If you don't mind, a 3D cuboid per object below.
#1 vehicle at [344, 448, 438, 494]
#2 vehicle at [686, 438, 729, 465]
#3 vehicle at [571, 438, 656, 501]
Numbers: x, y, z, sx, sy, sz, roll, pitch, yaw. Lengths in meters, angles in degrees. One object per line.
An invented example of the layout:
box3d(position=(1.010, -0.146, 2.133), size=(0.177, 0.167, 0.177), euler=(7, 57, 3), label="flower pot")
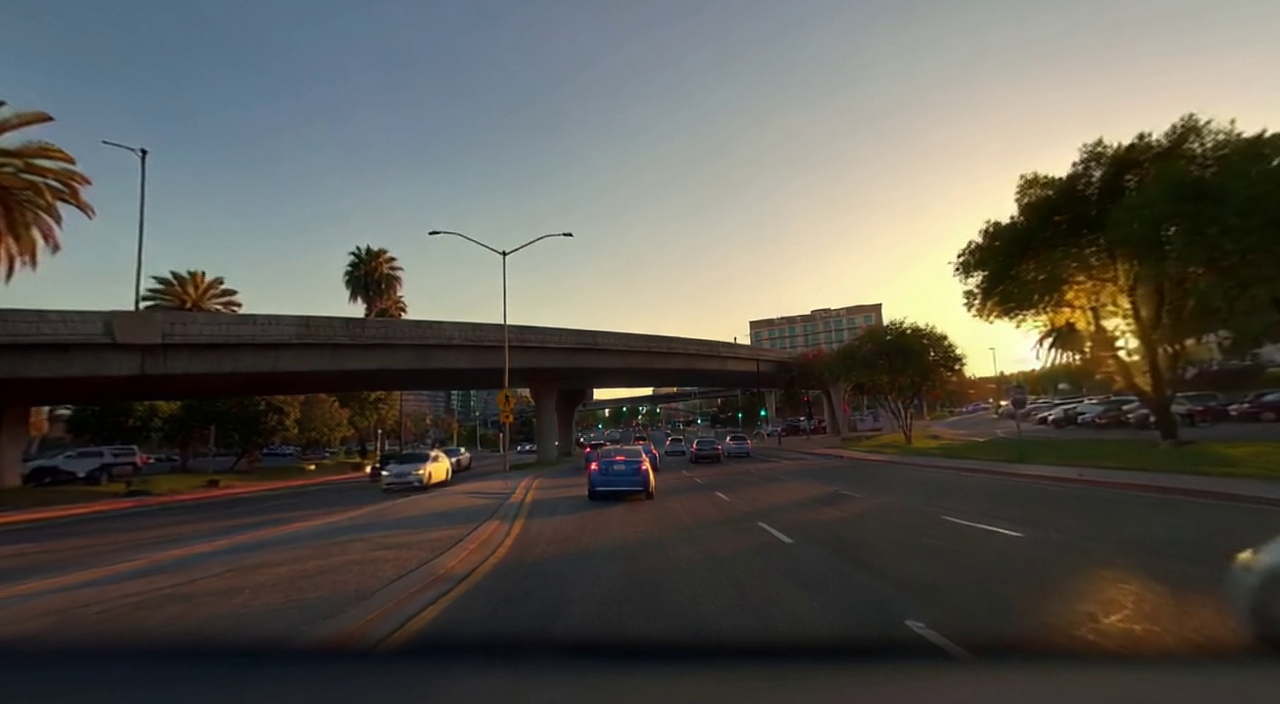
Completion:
box3d(position=(-9.627, 4.612, 24.724), size=(1.937, 1.521, 4.523), euler=(0, -8, -1), label="vehicle")
box3d(position=(4.098, 6.140, 38.906), size=(2.119, 1.509, 4.495), euler=(0, -8, -1), label="vehicle")
box3d(position=(-0.734, 3.188, 17.611), size=(2.111, 1.506, 4.018), euler=(0, -8, -2), label="vehicle")
